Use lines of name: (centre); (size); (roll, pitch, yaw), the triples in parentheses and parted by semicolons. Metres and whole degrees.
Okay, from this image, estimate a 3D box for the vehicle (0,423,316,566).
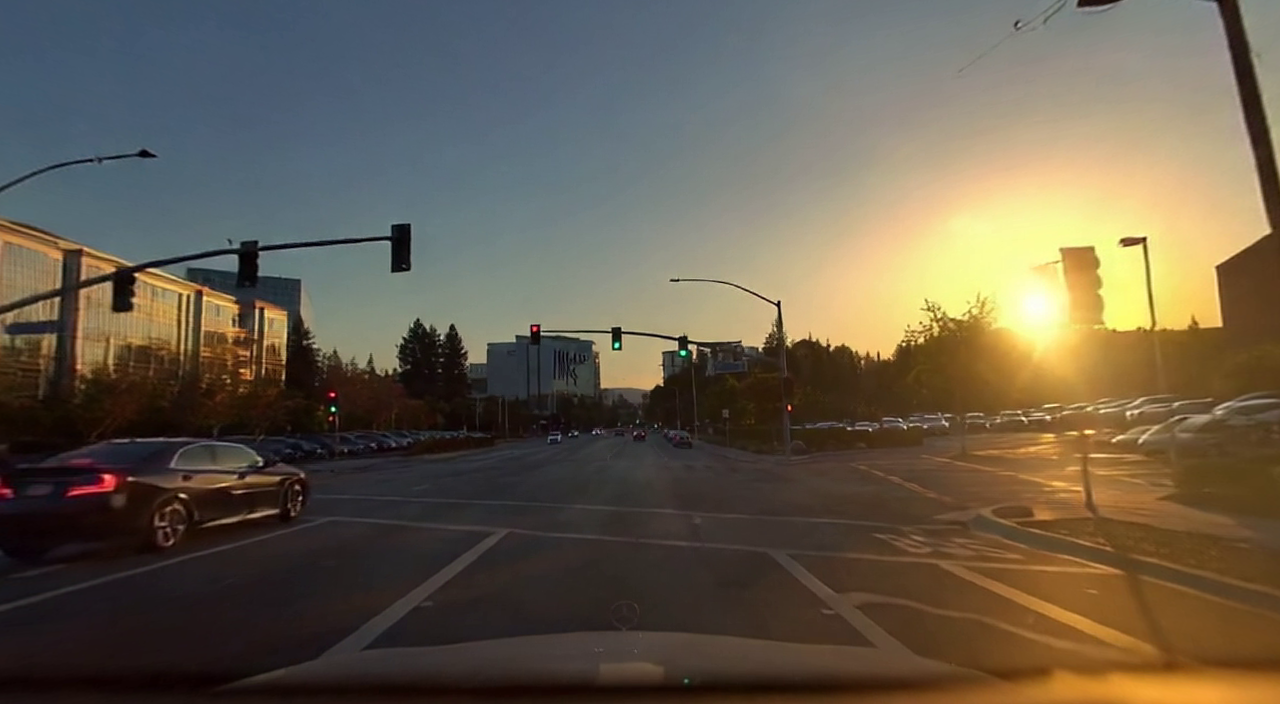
vehicle: (-6.449, 1.786, 8.661); (1.928, 1.451, 4.219); (0, -9, -3)
